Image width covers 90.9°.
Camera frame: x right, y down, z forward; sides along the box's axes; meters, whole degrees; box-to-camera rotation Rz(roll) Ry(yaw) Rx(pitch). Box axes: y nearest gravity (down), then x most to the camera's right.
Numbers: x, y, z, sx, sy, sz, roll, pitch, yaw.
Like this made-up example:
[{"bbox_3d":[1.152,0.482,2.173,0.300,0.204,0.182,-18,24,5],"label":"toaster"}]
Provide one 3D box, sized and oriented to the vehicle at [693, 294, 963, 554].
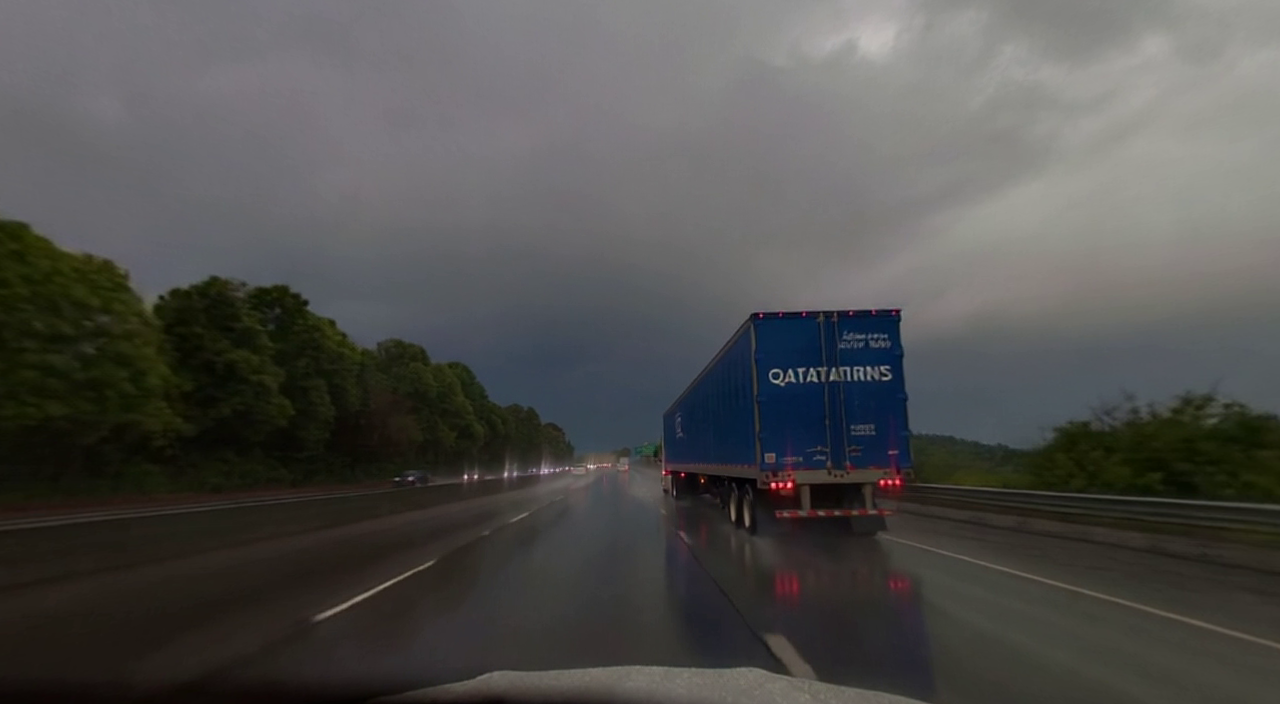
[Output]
[{"bbox_3d":[3.331,2.037,15.148,2.871,4.032,10.642,1,-10,-2],"label":"vehicle"}]
